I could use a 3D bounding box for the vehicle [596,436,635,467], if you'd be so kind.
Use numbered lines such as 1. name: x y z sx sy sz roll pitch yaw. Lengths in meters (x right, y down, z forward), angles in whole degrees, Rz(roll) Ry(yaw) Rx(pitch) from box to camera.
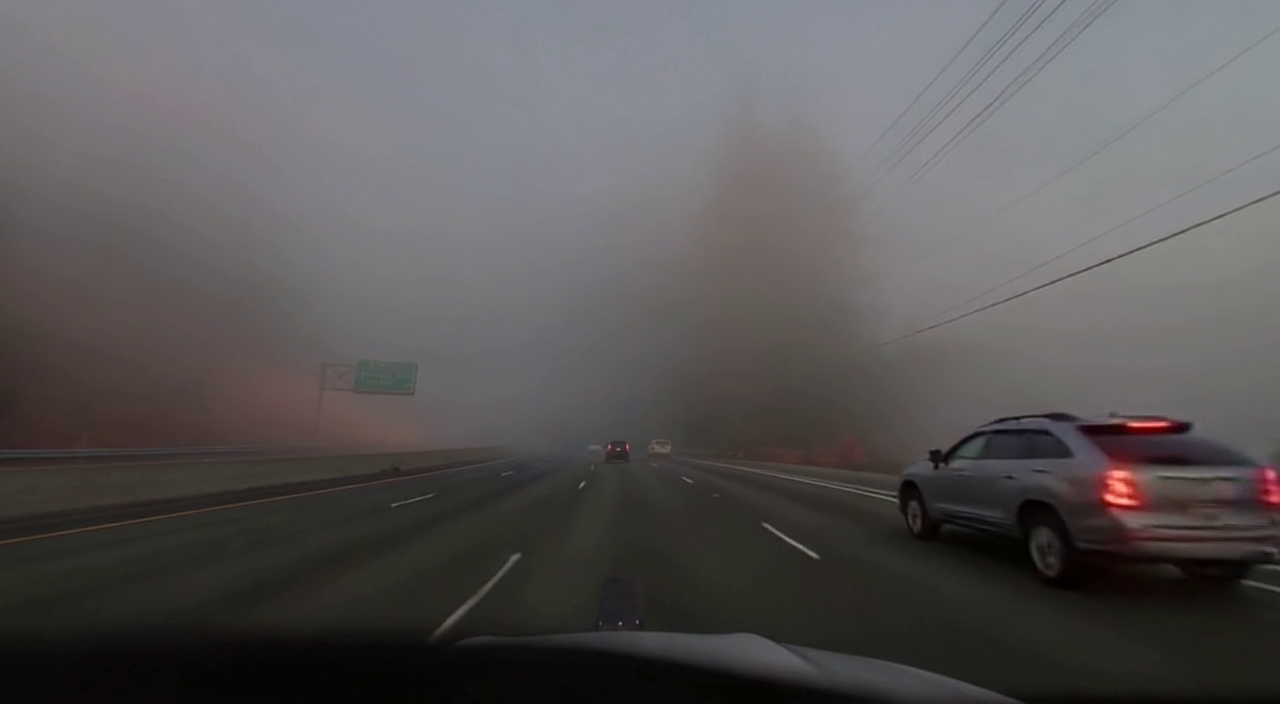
1. vehicle: -1.518 5.913 37.645 2.188 1.714 3.921 0 -8 -4

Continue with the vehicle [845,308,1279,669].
1. vehicle: 4.446 1.170 6.609 2.504 2.033 5.979 0 -8 -1
